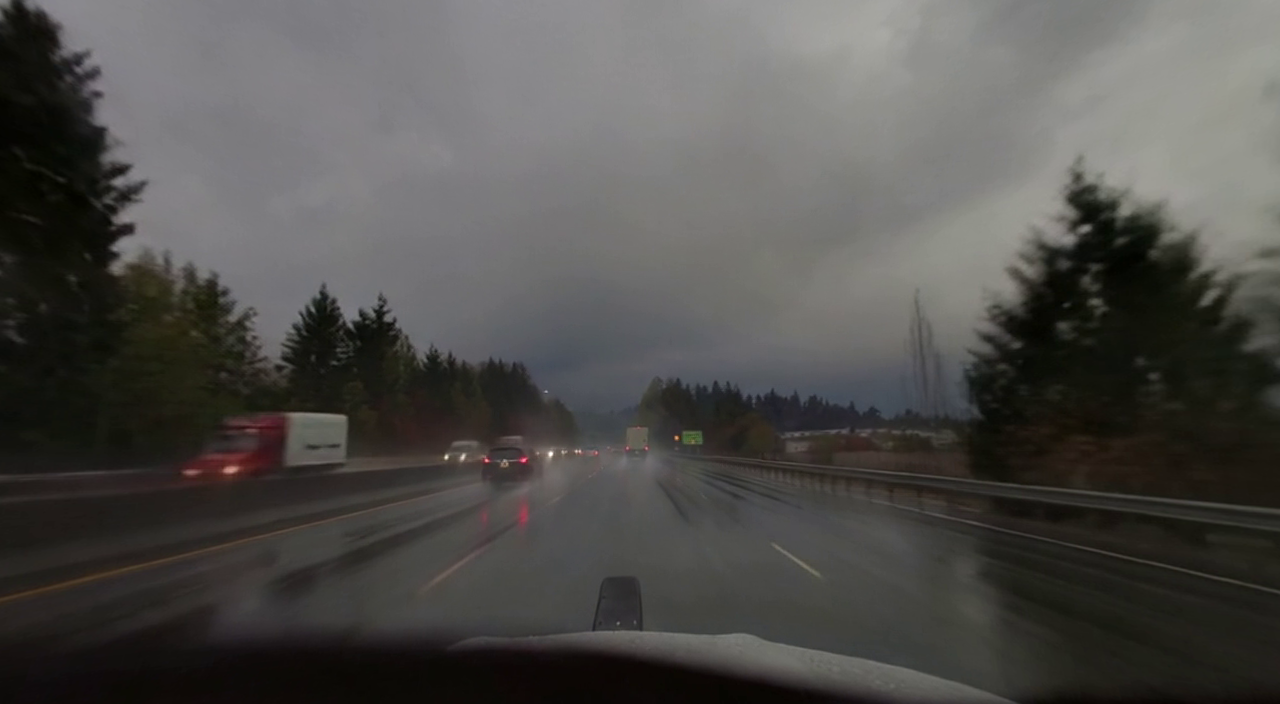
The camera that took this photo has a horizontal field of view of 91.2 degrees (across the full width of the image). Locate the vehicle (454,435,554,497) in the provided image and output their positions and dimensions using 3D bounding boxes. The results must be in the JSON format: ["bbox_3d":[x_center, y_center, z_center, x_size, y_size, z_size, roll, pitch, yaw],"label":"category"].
[{"bbox_3d":[-4.071,3.498,19.575,2.151,1.693,4.201,-1,-9,0],"label":"vehicle"}]

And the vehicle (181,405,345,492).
[{"bbox_3d":[-16.970,4.457,29.042,2.911,3.421,7.463,0,-9,0],"label":"vehicle"}]
